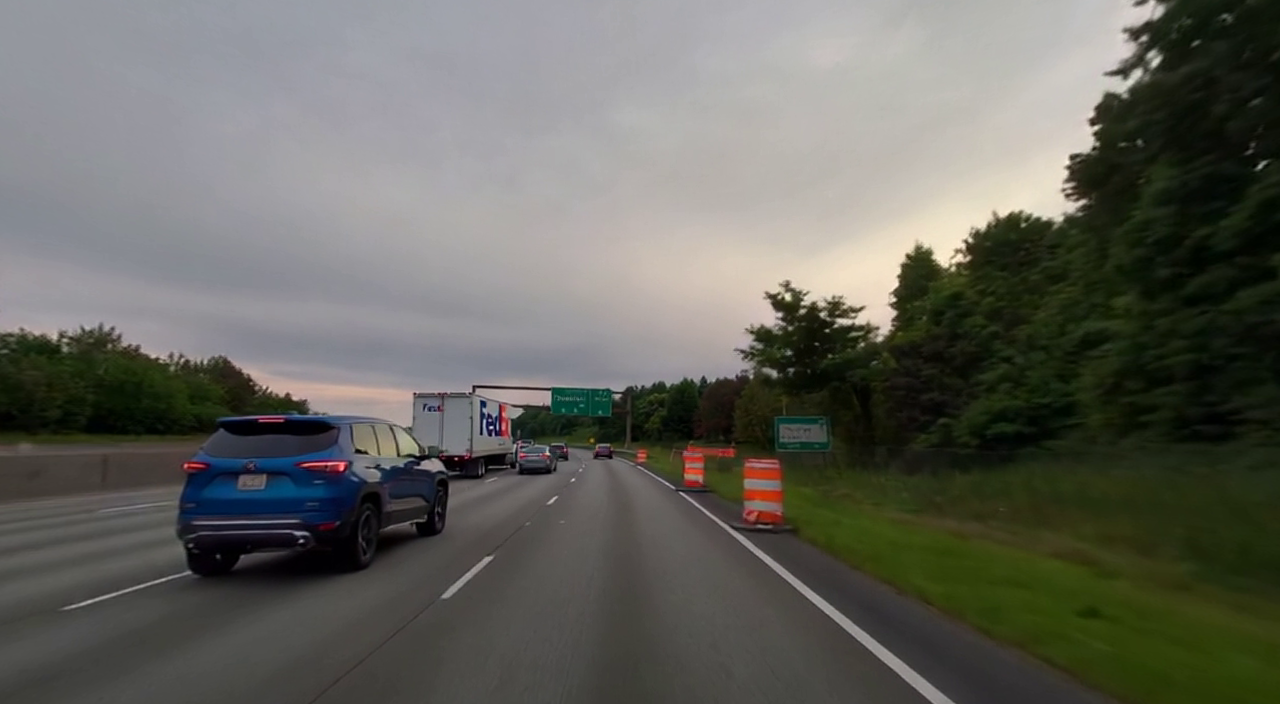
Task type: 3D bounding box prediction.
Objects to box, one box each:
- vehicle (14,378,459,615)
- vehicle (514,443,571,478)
[{"bbox_3d":[-3.897,1.490,7.442,2.170,1.886,4.628,0,-9,-1],"label":"vehicle"},{"bbox_3d":[-4.461,5.036,29.588,2.192,1.478,4.591,0,-9,-3],"label":"vehicle"}]
